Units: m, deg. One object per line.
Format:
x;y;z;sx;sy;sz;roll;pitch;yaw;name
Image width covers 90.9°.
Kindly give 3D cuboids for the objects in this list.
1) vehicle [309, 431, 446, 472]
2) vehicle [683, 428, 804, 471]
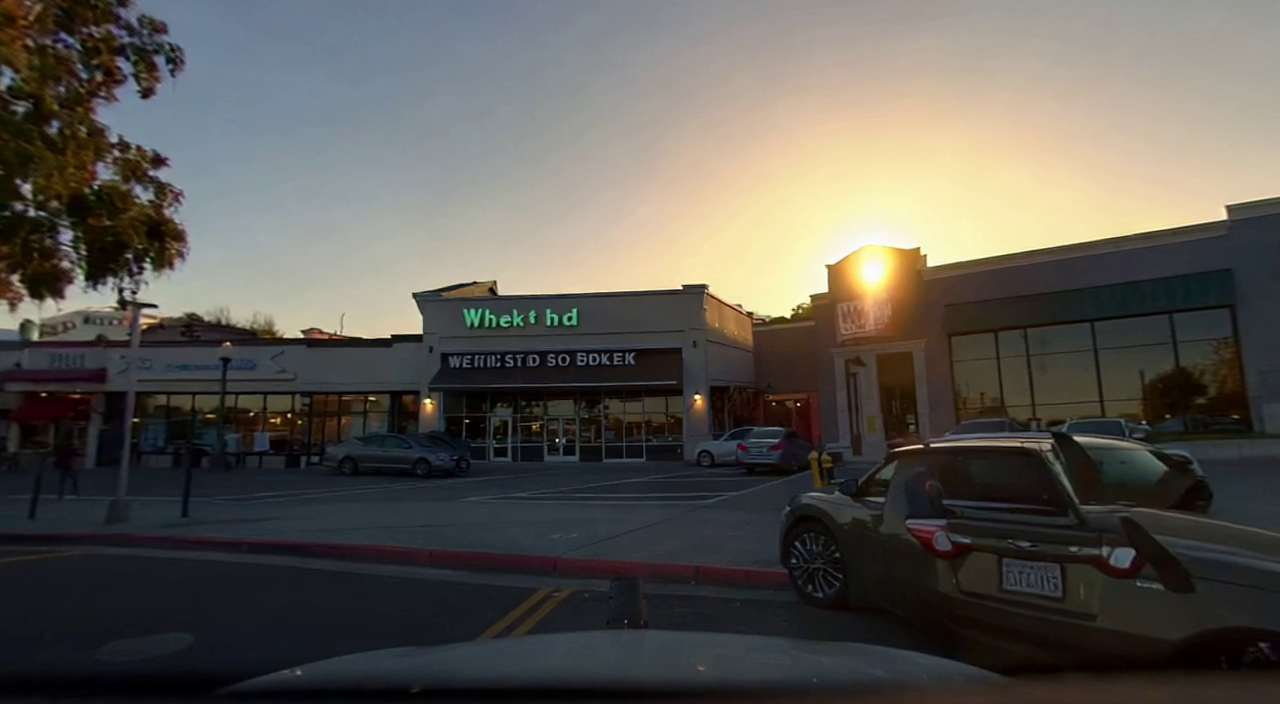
-10.707;4.074;25.895;4.814;1.618;1.869;-1;-9;5;vehicle
4.338;4.077;26.469;4.706;1.663;1.993;-3;-9;20;vehicle
